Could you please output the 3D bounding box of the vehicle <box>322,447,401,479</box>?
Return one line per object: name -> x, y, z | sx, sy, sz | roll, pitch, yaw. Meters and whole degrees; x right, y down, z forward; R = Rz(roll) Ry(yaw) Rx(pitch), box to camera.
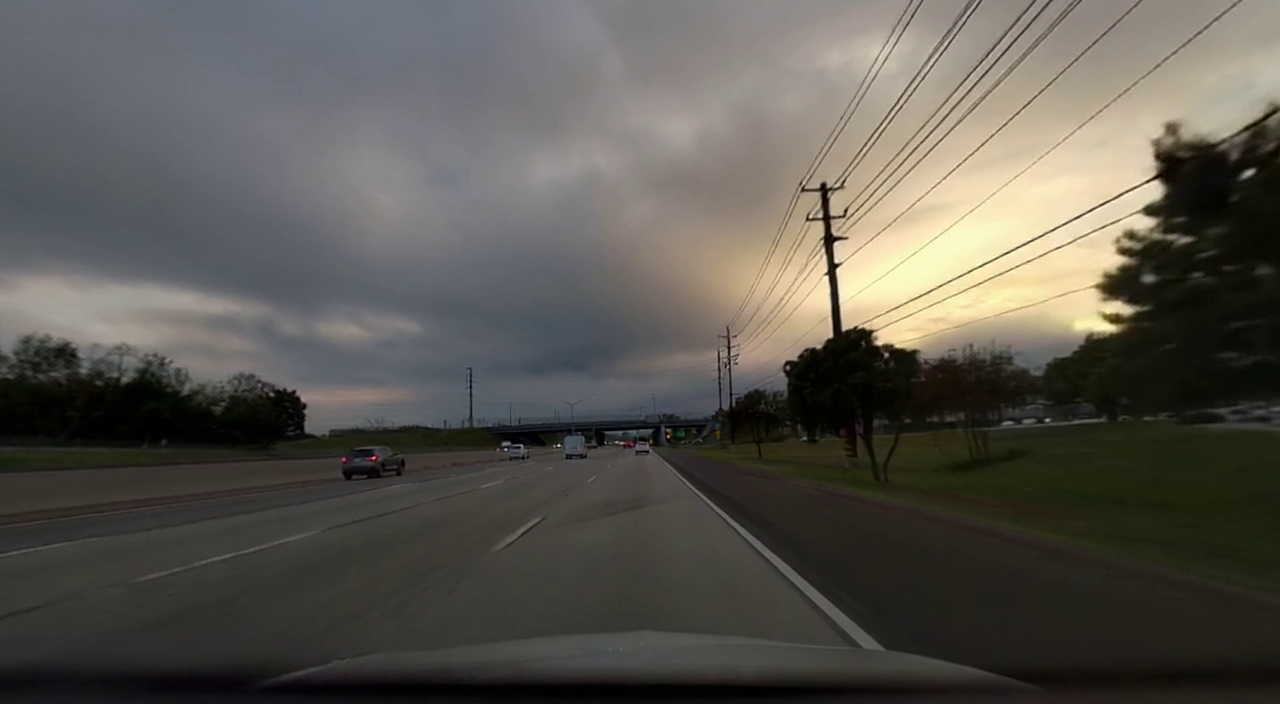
vehicle -> -14.277, 5.669, 32.585 | 1.988, 1.477, 4.442 | 0, -8, 1
